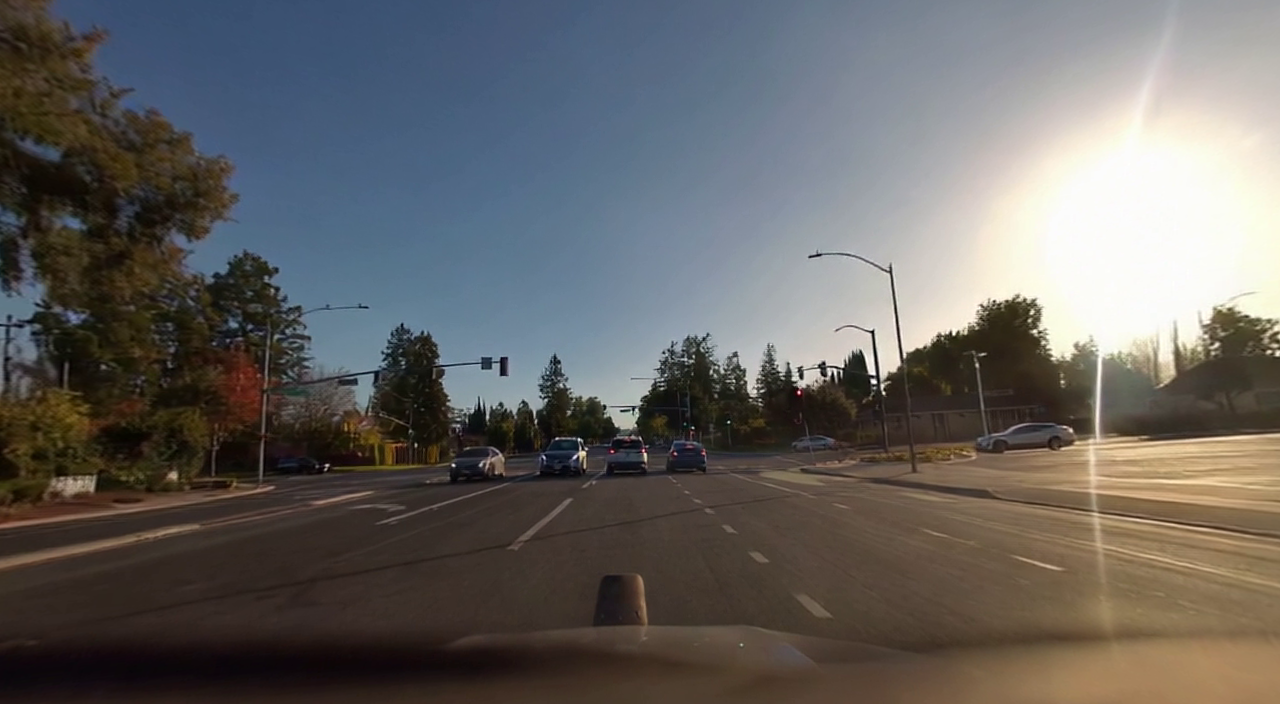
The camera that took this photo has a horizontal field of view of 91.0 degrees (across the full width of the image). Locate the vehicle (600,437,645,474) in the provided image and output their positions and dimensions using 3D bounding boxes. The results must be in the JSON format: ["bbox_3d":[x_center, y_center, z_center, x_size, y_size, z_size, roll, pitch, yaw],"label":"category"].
[{"bbox_3d":[-0.802,5.189,31.803,2.146,1.742,4.095,0,-8,0],"label":"vehicle"}]

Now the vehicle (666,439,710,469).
[{"bbox_3d":[2.756,6.022,37.245,2.103,1.647,4.318,0,-8,-2],"label":"vehicle"}]

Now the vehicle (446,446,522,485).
[{"bbox_3d":[-6.341,4.632,26.087,2.033,1.442,4.668,0,-8,-1],"label":"vehicle"}]

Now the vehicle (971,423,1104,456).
[{"bbox_3d":[18.002,3.992,28.650,4.660,1.462,2.034,0,-8,0],"label":"vehicle"}]

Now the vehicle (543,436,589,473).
[{"bbox_3d":[-4.010,5.617,34.676,2.139,1.851,3.970,0,-8,-2],"label":"vehicle"}]
